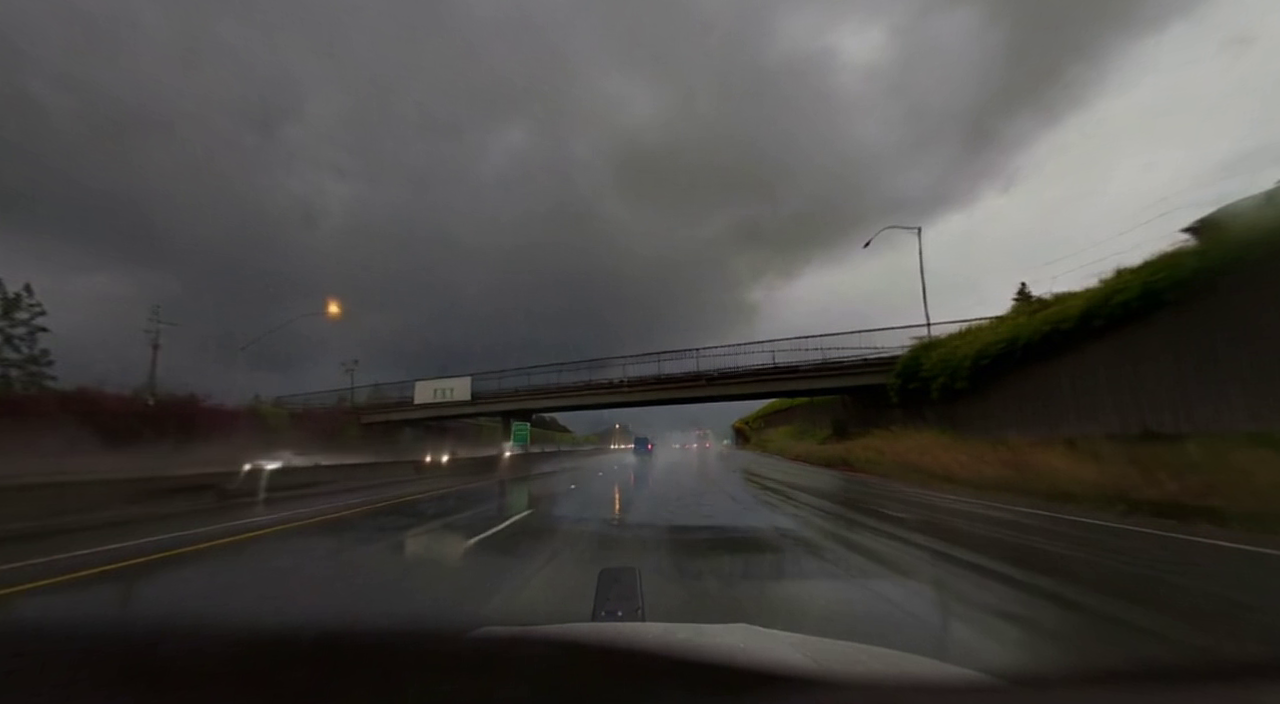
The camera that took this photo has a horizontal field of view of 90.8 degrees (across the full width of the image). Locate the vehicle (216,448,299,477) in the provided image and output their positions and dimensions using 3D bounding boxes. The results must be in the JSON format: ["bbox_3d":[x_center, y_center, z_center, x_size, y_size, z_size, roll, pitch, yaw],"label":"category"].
[{"bbox_3d":[-23.361,6.735,38.849,1.914,1.600,4.603,-1,-8,5],"label":"vehicle"}]

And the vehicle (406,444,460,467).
[{"bbox_3d":[-15.258,7.636,46.890,2.086,1.630,4.882,-1,-8,4],"label":"vehicle"}]
